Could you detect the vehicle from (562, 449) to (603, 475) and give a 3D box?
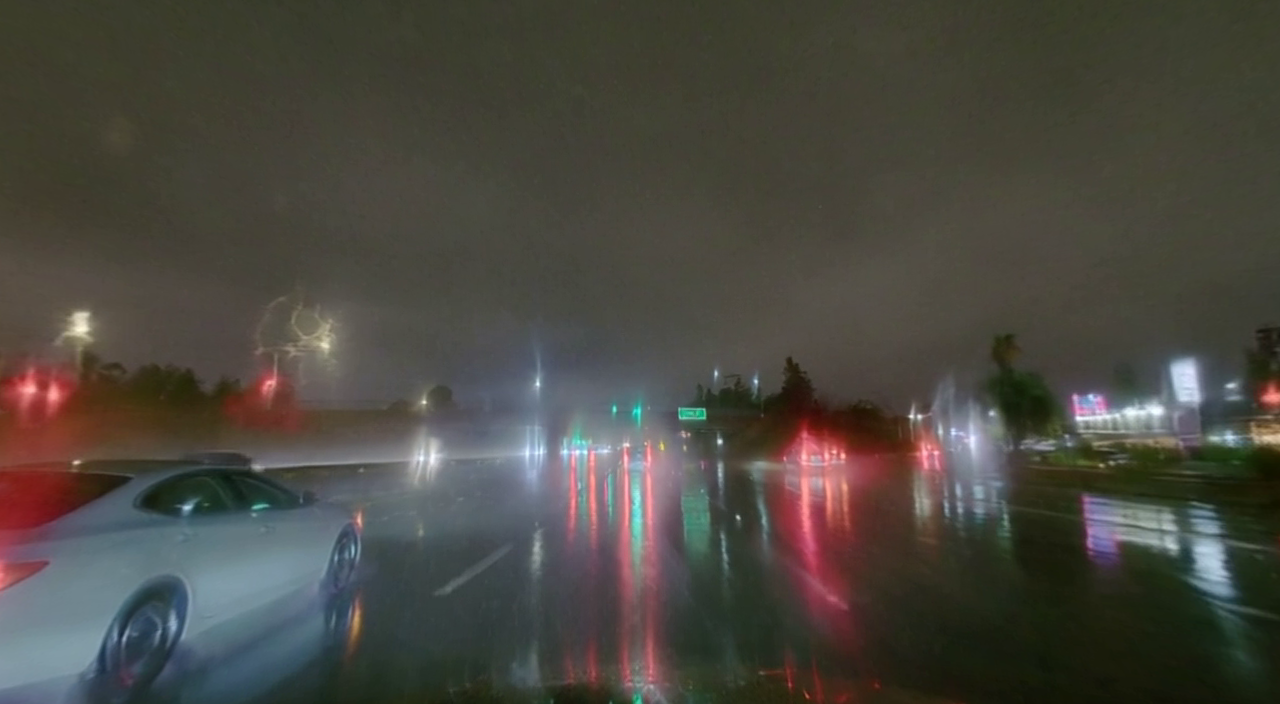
[{"bbox_3d":[-3.601,7.020,40.283,2.071,1.553,4.388,0,-9,2],"label":"vehicle"}]

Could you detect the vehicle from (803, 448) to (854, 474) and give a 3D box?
[{"bbox_3d":[13.720,7.953,46.143,2.246,1.760,4.640,0,-9,-1],"label":"vehicle"}]

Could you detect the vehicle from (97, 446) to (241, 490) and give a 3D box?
[{"bbox_3d":[-18.753,4.621,25.424,2.210,1.597,4.597,0,-9,0],"label":"vehicle"}]

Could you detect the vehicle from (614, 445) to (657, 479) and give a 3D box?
[{"bbox_3d":[-0.191,5.757,33.149,2.102,1.692,4.057,0,-9,1],"label":"vehicle"}]
